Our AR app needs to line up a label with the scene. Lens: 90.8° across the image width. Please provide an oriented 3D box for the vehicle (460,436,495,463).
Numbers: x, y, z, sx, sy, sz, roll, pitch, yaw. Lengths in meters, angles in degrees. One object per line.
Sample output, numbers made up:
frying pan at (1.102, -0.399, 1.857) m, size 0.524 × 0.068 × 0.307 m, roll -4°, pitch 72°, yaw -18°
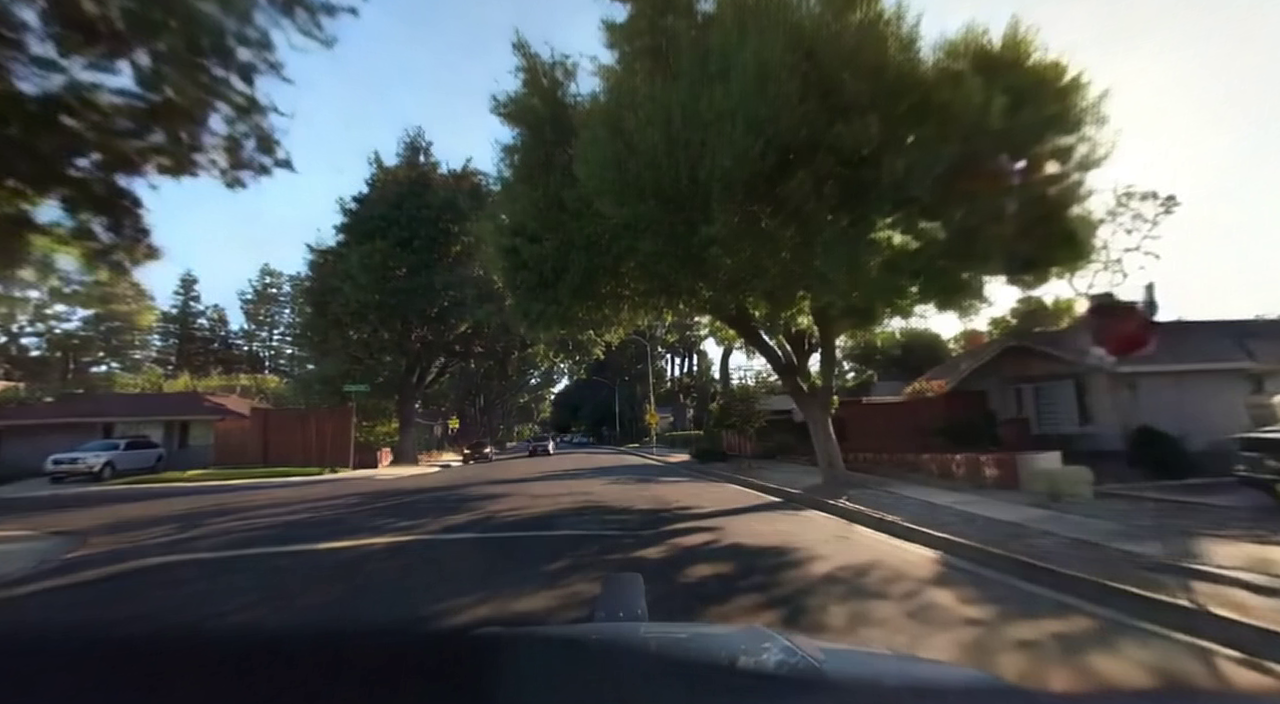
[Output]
vehicle at (-10.573, 6.379, 41.408) m, size 1.994 × 1.656 × 4.334 m, roll 2°, pitch -9°, yaw -12°

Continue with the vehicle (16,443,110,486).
vehicle at (-24.945, 4.822, 27.473) m, size 1.883 × 1.687 × 3.908 m, roll 4°, pitch -9°, yaw -26°

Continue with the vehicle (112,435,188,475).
vehicle at (-24.344, 5.119, 31.604) m, size 1.973 × 1.787 × 5.045 m, roll 4°, pitch -9°, yaw -27°
